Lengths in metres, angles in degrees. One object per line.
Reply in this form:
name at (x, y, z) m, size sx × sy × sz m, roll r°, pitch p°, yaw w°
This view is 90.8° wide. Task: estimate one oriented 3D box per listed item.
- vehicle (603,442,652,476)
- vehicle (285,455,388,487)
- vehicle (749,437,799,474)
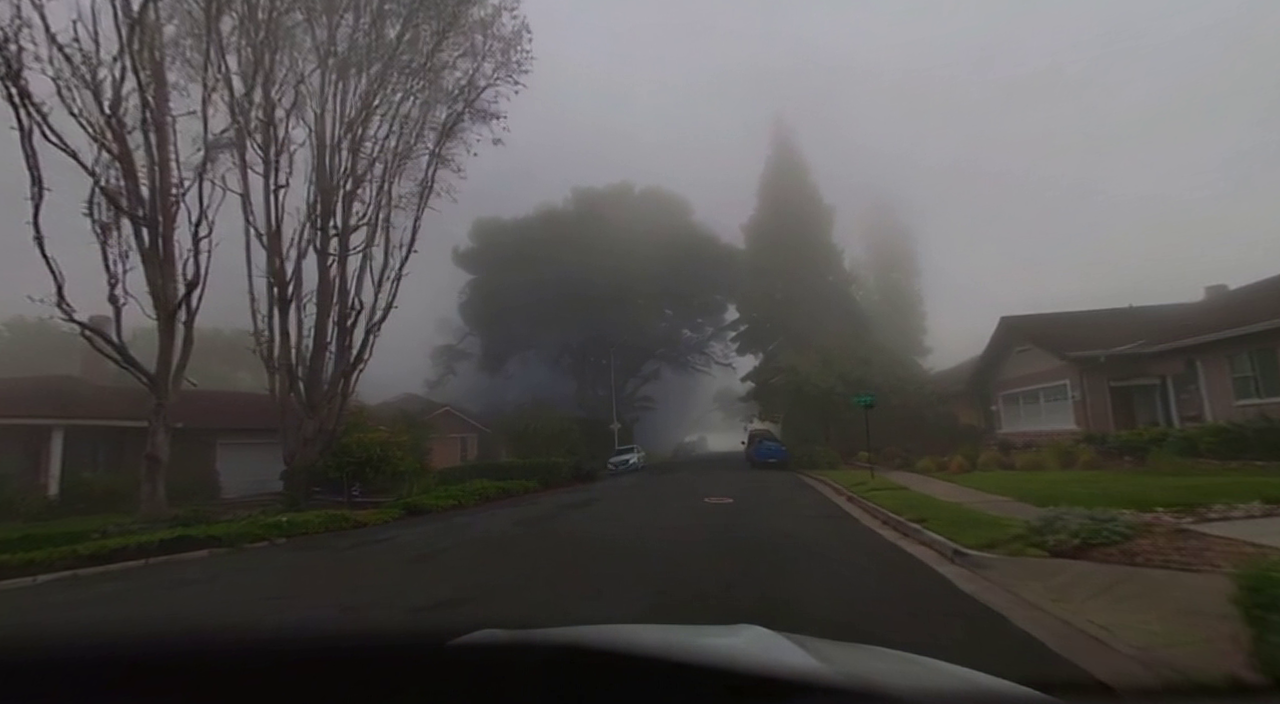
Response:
vehicle at (-0.726, 6.832, 40.661) m, size 2.208 × 1.834 × 4.675 m, roll -7°, pitch -9°, yaw 8°
vehicle at (-15.319, 6.002, 31.989) m, size 4.404 × 1.495 × 1.844 m, roll -2°, pitch -9°, yaw 10°
vehicle at (6.175, 4.823, 29.573) m, size 2.005 × 1.553 × 3.984 m, roll 0°, pitch -9°, yaw 8°
